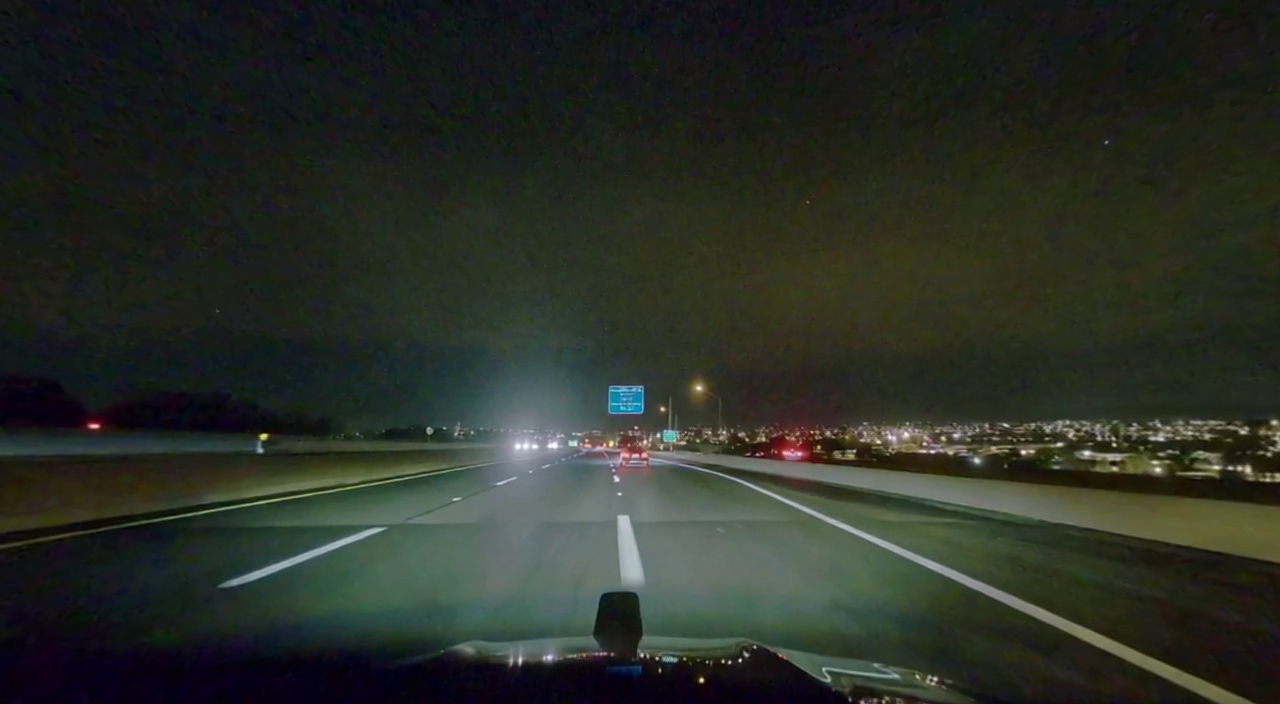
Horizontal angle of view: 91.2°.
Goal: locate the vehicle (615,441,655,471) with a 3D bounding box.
[{"bbox_3d":[-0.249,5.598,33.903,2.055,1.509,4.255,0,-9,0],"label":"vehicle"}]
